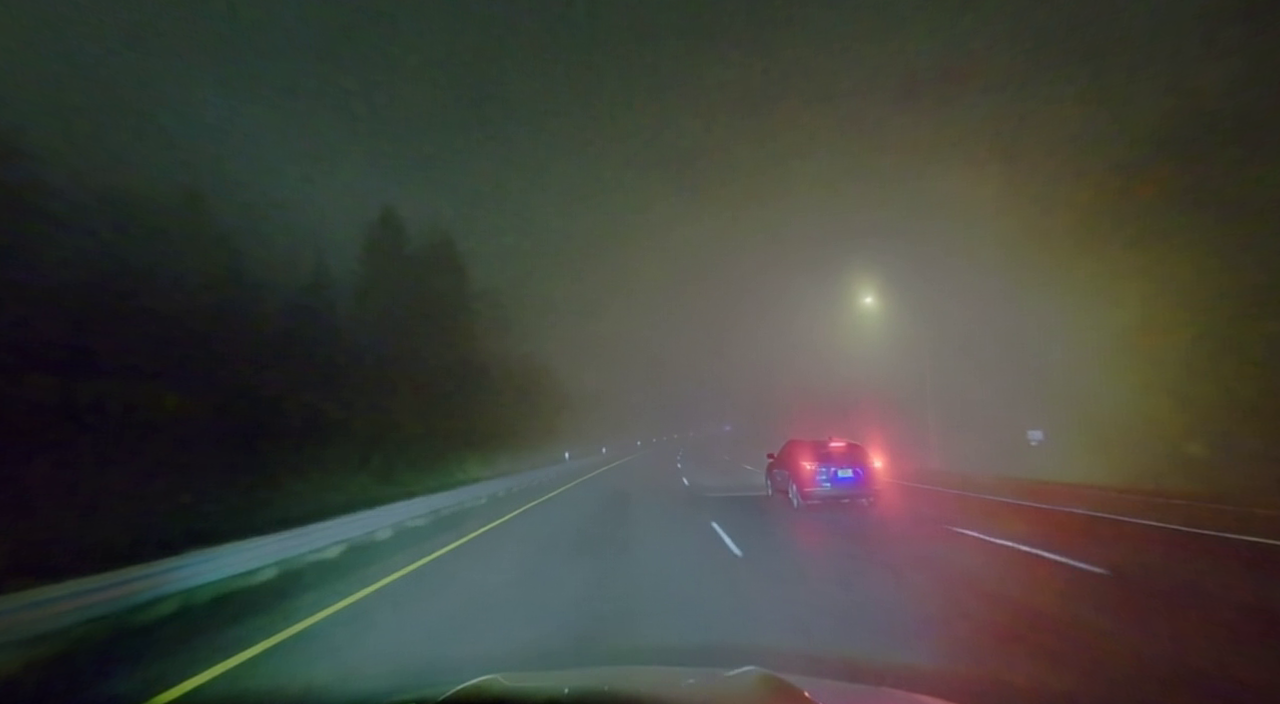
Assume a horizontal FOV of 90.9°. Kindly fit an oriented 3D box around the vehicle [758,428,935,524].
[{"bbox_3d":[3.787,2.347,12.526,2.050,1.546,4.344,0,-8,0],"label":"vehicle"}]
